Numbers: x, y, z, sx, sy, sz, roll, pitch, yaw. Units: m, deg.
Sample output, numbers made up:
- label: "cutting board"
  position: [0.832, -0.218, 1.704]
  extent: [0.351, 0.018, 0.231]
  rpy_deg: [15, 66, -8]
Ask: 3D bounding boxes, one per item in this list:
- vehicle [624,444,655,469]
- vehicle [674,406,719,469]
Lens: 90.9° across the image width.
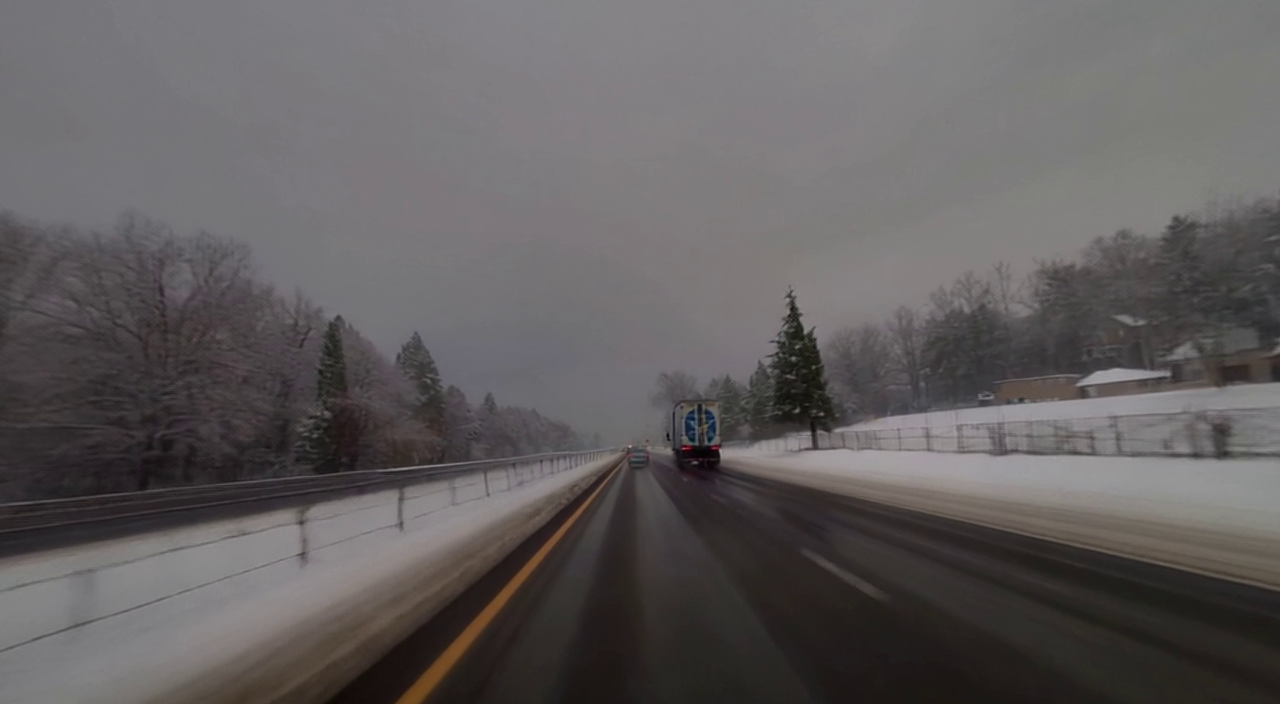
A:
- label: "vehicle"
  position: [-0.049, 7.156, 43.318]
  extent: [2.065, 1.573, 3.734]
  rpy_deg: [0, -9, 0]
- label: "vehicle"
  position: [4.051, 6.306, 46.353]
  extent: [2.704, 4.310, 5.716]
  rpy_deg: [0, -9, 0]
